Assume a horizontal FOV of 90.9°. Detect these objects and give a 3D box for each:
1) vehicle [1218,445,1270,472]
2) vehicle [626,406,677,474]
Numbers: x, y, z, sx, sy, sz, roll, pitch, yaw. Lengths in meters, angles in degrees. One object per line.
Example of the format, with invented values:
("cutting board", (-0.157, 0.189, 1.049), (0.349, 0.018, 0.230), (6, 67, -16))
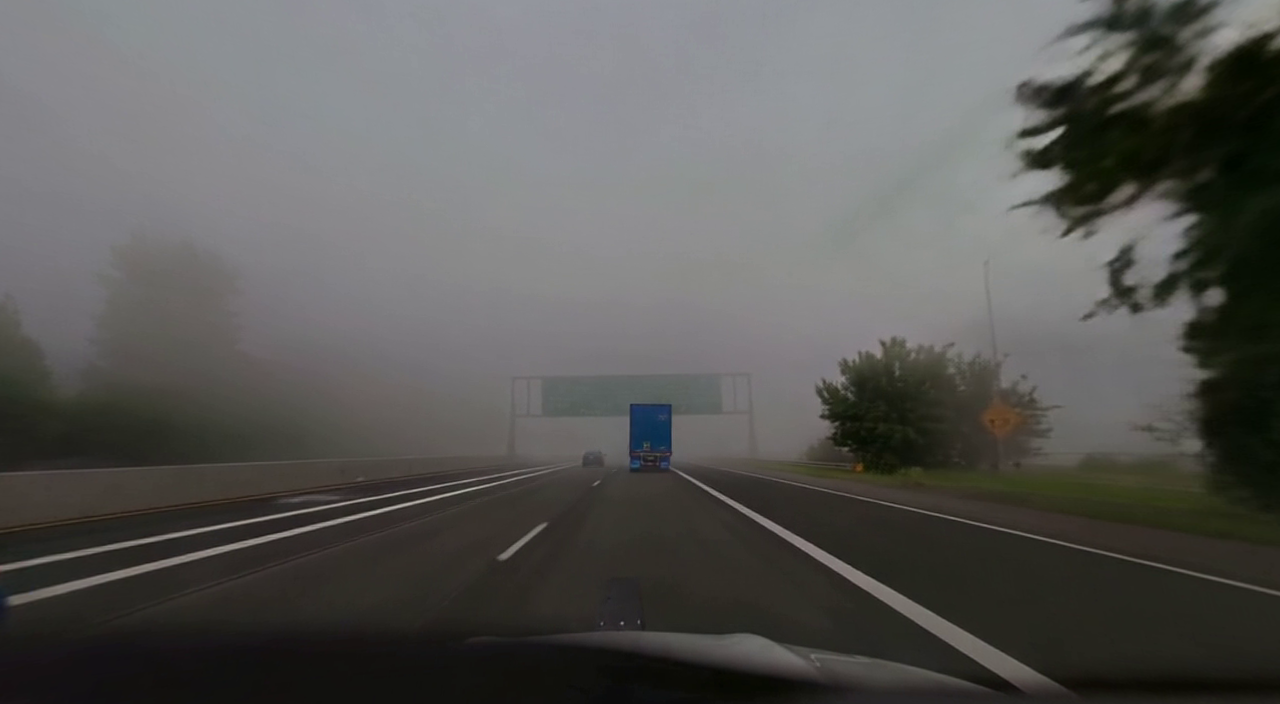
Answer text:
("vehicle", (35.681, 6.247, 37.175), (1.958, 1.442, 4.396), (-8, -12, 44))
("vehicle", (0.700, 6.043, 42.963), (3.022, 4.072, 10.318), (0, -9, 0))
